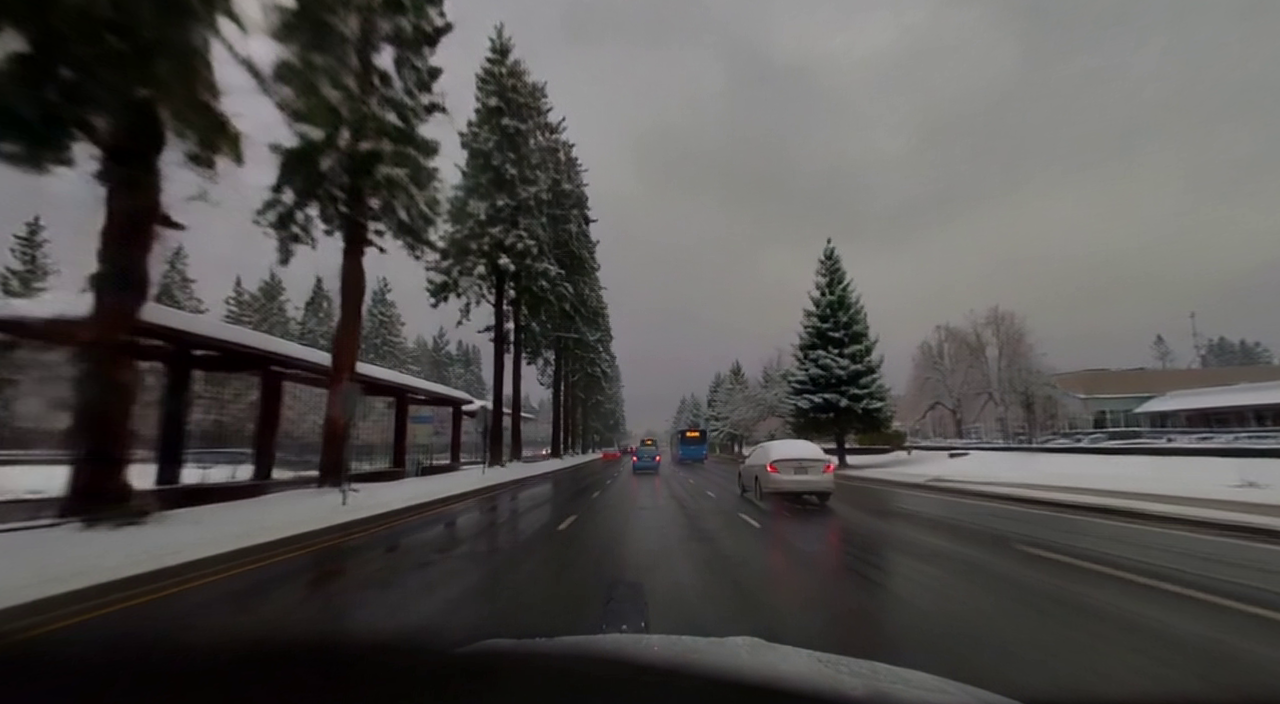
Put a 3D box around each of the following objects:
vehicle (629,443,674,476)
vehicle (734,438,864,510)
[{"bbox_3d":[0.547,5.364,31.610,2.144,1.505,4.128,0,-8,0],"label":"vehicle"},{"bbox_3d":[3.696,2.908,15.537,2.067,1.497,4.327,0,-8,0],"label":"vehicle"}]
